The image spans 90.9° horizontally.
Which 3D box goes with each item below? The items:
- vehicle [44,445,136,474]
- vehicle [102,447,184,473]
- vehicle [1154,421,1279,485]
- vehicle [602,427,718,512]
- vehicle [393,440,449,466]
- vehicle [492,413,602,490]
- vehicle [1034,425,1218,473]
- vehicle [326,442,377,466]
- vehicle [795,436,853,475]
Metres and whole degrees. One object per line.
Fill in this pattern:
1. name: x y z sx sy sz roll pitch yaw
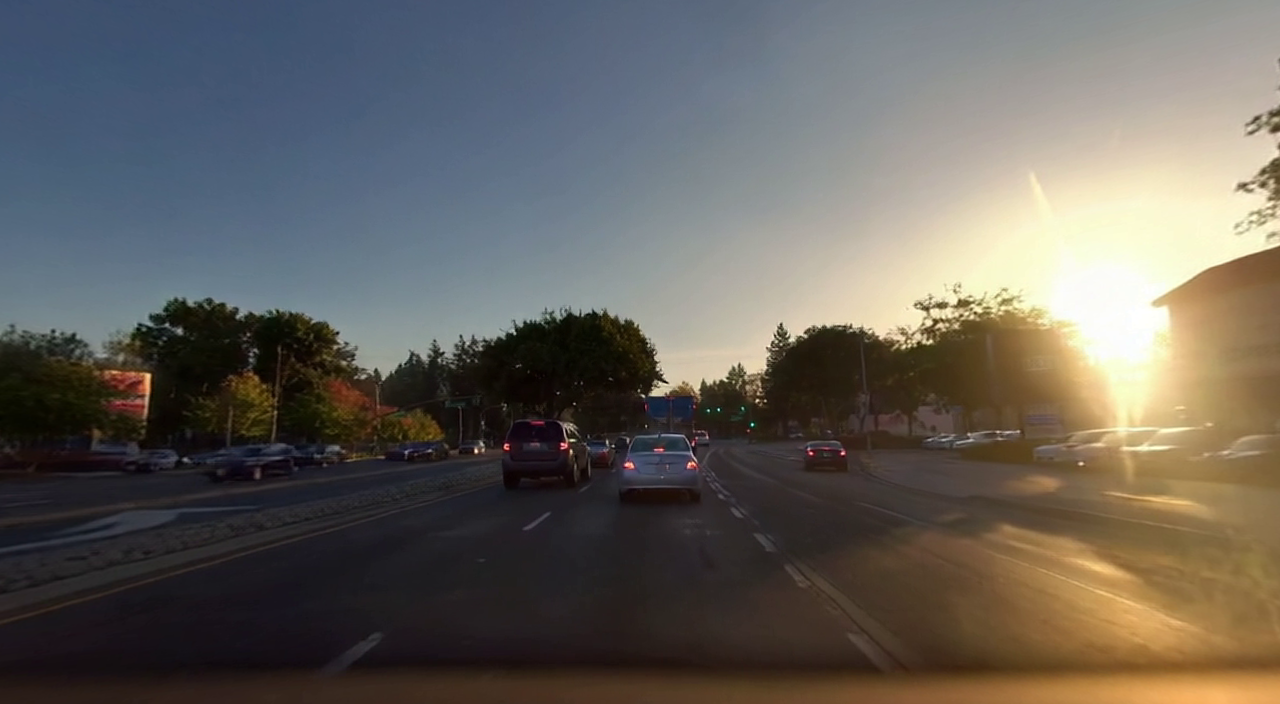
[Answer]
1. vehicle: -31.997 6.247 36.801 3.835 1.549 1.755 6 -11 -37
2. vehicle: -32.009 6.954 40.749 3.937 1.438 1.873 3 -10 -33
3. vehicle: 16.086 2.537 15.993 4.323 1.496 1.937 0 -8 0
4. vehicle: 0.334 2.400 13.319 2.061 1.494 4.079 0 -8 -1
5. vehicle: -12.800 5.912 37.111 2.011 1.456 4.143 0 -8 -3
6. vehicle: -2.538 2.931 18.762 2.289 1.935 5.227 0 -8 2
7. vehicle: 15.630 3.134 20.440 4.436 1.466 1.875 0 -8 -2
8. vehicle: -21.544 7.640 47.302 1.923 1.703 4.520 0 -8 -3
9. vehicle: 7.863 4.440 27.308 1.900 1.507 4.151 -2 -8 10
